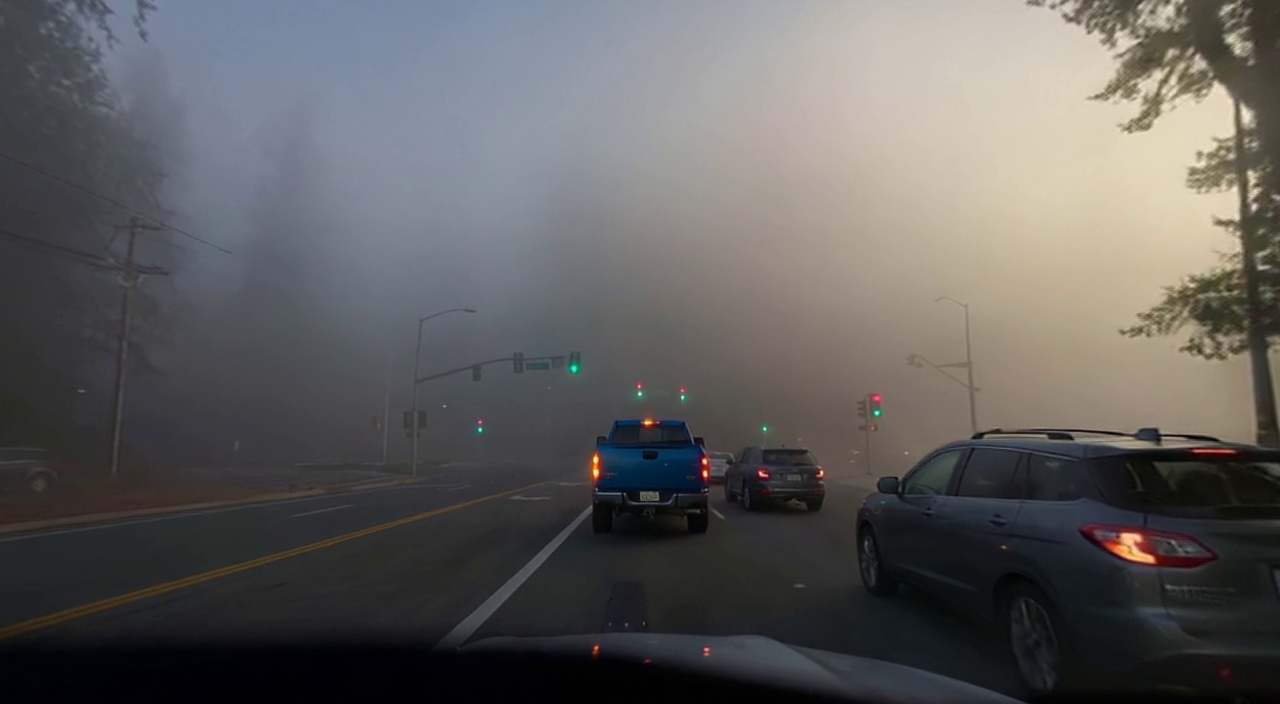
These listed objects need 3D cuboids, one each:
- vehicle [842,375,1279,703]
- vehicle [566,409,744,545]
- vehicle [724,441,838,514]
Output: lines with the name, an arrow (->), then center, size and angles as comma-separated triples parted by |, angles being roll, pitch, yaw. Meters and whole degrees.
vehicle -> 3.310, 1.225, 4.237 | 2.155, 1.667, 5.162 | 0, -8, 0
vehicle -> 0.235, 2.265, 12.170 | 2.636, 2.011, 5.425 | 0, -8, 0
vehicle -> 3.506, 3.193, 16.572 | 1.957, 1.646, 4.355 | 0, -8, 0
